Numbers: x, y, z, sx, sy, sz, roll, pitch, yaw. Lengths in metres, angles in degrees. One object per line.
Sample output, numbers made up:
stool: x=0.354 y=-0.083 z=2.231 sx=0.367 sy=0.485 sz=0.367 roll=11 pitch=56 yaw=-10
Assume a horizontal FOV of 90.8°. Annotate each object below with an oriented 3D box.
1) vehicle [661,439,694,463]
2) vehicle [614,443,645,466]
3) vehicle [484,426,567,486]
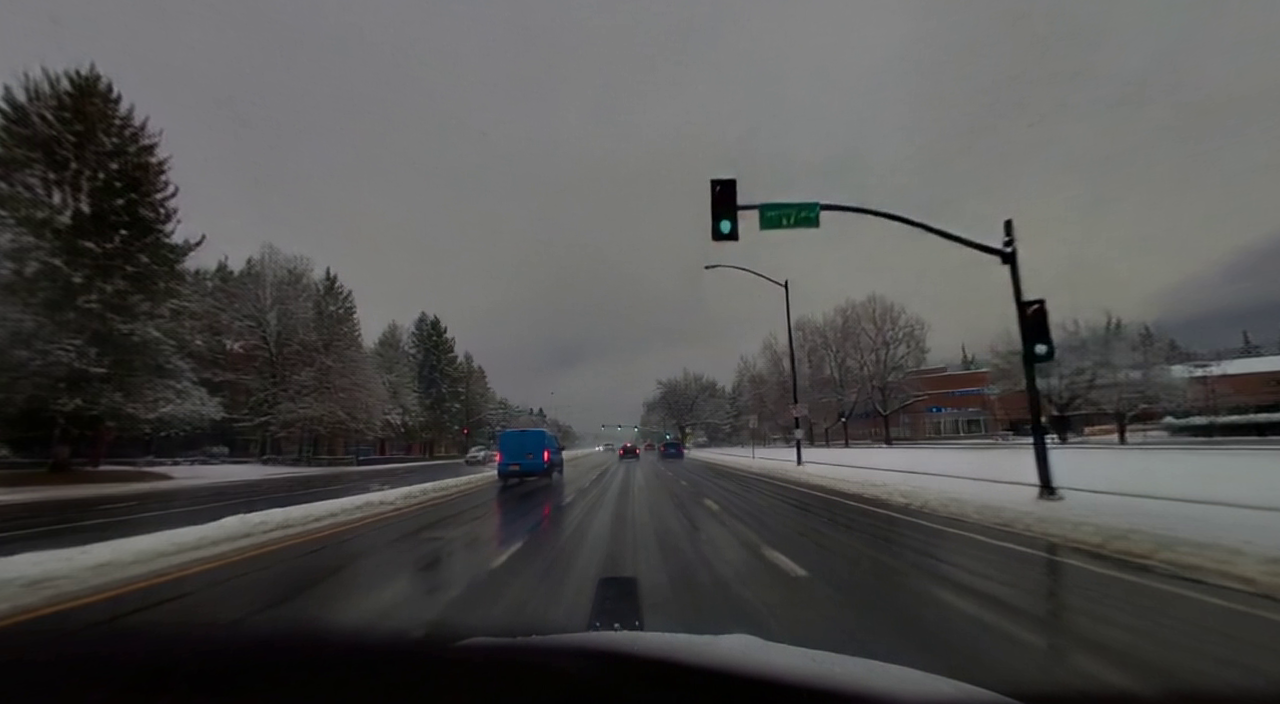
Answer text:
vehicle: x=2.855 y=7.719 z=49.224 sx=2.181 sy=1.781 sz=4.257 roll=0 pitch=-9 yaw=-1
vehicle: x=-0.729 y=6.968 z=43.043 sx=2.039 sy=1.455 sz=3.826 roll=0 pitch=-9 yaw=-2
vehicle: x=-3.879 y=3.648 z=22.329 sx=2.075 sy=1.863 sz=4.744 roll=0 pitch=-9 yaw=-1
